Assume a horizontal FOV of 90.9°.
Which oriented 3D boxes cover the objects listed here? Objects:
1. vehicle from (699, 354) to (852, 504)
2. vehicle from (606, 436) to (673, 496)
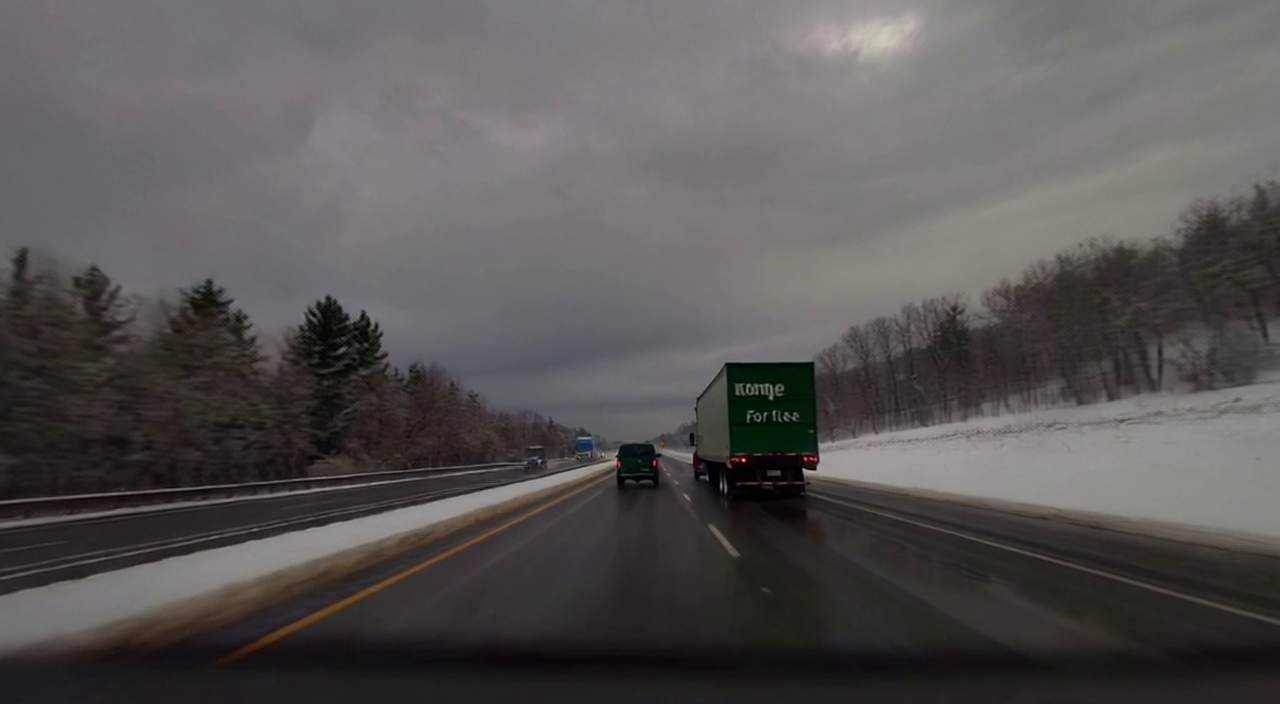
[{"bbox_3d":[4.155,2.993,23.061,3.030,3.985,12.707,0,-9,1],"label":"vehicle"},{"bbox_3d":[0.041,3.903,21.953,2.105,1.865,4.102,0,-9,2],"label":"vehicle"}]
